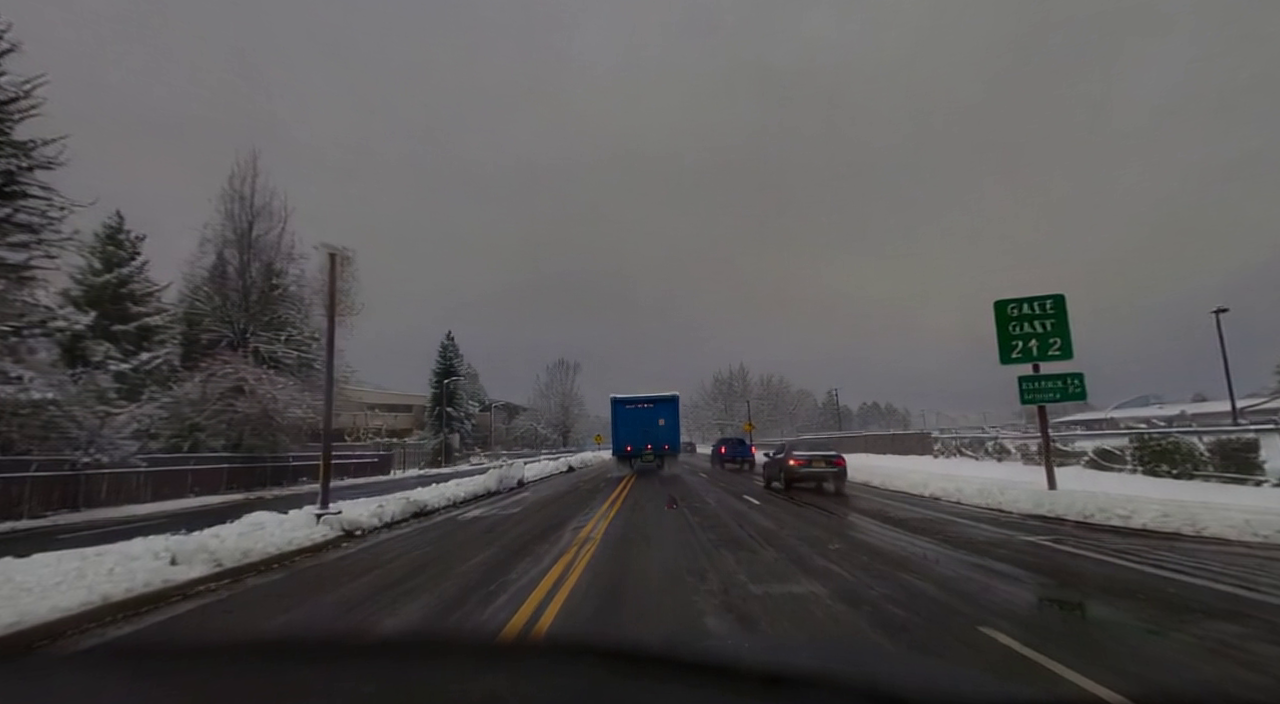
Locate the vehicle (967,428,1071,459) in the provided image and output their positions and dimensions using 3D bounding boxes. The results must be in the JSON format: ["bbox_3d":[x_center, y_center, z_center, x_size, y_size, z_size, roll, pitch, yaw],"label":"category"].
[{"bbox_3d":[23.029,5.610,38.450,4.995,1.543,1.899,-4,-8,1],"label":"vehicle"}]

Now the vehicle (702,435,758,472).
[{"bbox_3d":[4.862,5.616,34.994,2.375,1.857,5.100,0,-8,0],"label":"vehicle"}]

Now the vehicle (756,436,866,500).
[{"bbox_3d":[4.768,3.286,18.299,2.001,1.621,4.208,0,-8,0],"label":"vehicle"}]

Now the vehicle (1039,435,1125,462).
[{"bbox_3d":[22.889,5.011,32.680,3.251,1.321,1.555,0,-8,-1],"label":"vehicle"}]

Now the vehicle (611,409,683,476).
[{"bbox_3d":[0.474,4.579,31.809,3.197,2.963,7.055,0,-8,2],"label":"vehicle"}]
